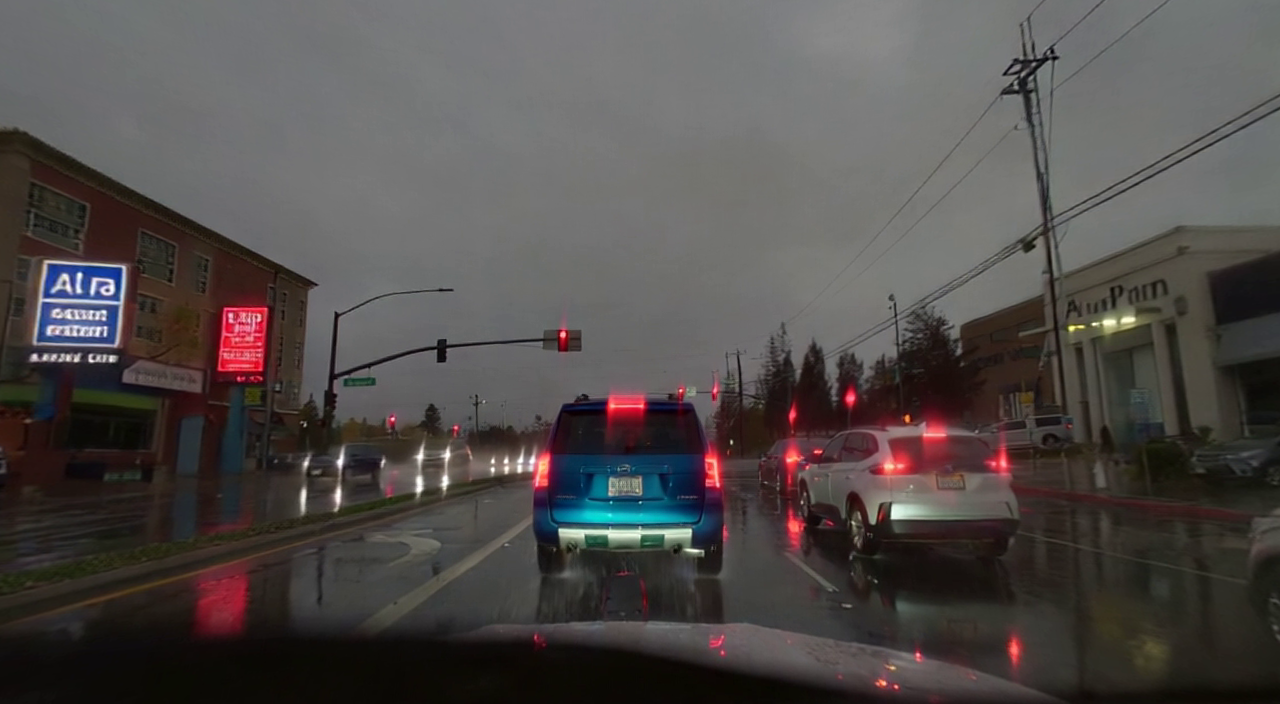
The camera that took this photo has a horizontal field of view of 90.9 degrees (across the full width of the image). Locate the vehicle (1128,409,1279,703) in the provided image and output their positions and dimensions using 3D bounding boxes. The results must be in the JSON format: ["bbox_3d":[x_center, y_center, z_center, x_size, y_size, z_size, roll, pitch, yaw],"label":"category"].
[{"bbox_3d":[3.368,0.729,0.812,1.884,1.484,4.609,0,-8,2],"label":"vehicle"}]

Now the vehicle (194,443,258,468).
[{"bbox_3d":[-27.422,6.870,41.871,1.693,1.563,3.716,0,-8,0],"label":"vehicle"}]

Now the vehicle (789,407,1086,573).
[{"bbox_3d":[3.627,1.756,8.816,2.036,1.719,4.318,0,-8,0],"label":"vehicle"}]

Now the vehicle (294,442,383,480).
[{"bbox_3d":[-14.826,5.375,31.351,2.102,1.737,4.570,0,-8,1],"label":"vehicle"}]

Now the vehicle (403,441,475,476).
[{"bbox_3d":[-11.412,6.079,36.284,2.224,1.840,5.290,0,-8,3],"label":"vehicle"}]

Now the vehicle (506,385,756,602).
[{"bbox_3d":[0.007,1.535,7.684,2.154,1.861,4.280,0,-8,3],"label":"vehicle"}]
